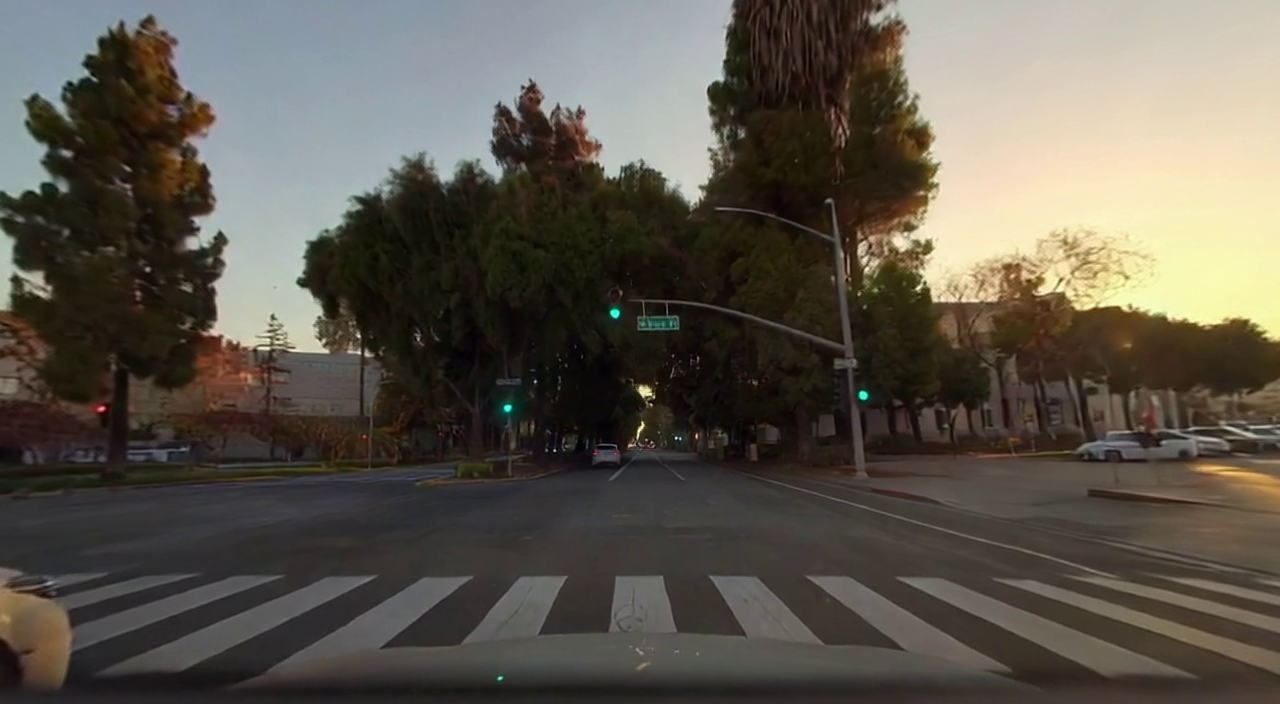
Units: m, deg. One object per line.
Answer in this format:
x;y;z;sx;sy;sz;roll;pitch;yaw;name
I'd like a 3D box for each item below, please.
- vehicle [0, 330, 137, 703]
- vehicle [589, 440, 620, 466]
-3.315;0.557;0.941;1.751;1.693;3.998;0;-9;0;vehicle
-2.487;7.210;45.087;2.011;1.756;4.478;0;-9;0;vehicle
